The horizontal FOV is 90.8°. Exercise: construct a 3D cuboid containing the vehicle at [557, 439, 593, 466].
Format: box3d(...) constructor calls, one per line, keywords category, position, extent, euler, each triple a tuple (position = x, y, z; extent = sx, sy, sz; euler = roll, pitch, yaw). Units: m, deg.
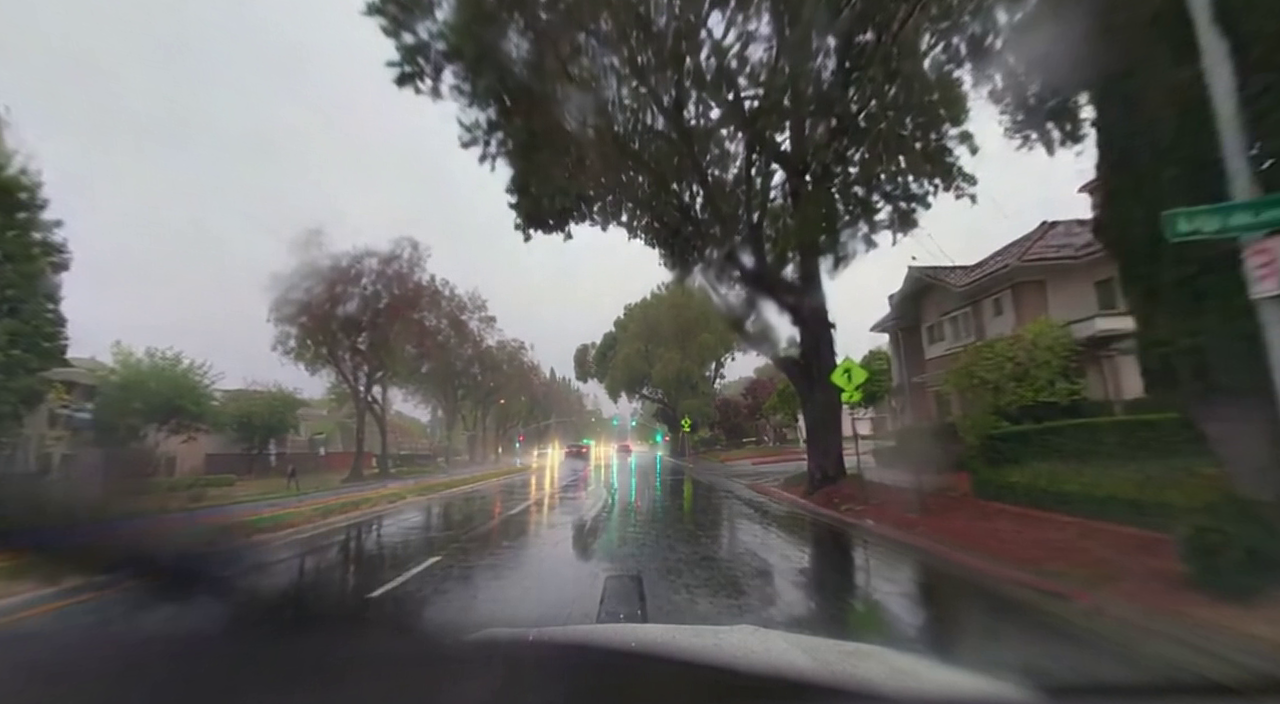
box3d(category="vehicle", position=(-4.486, 6.985, 44.172), extent=(2.065, 1.714, 4.272), euler=(0, -8, 0))
